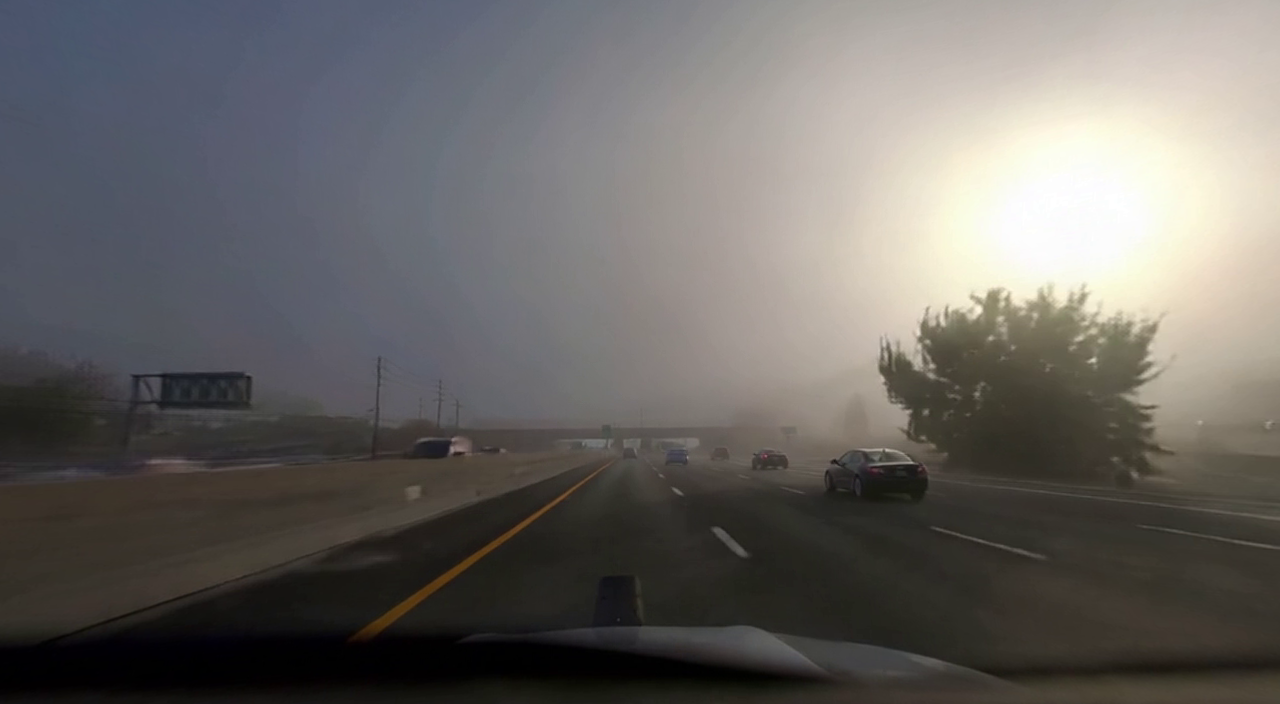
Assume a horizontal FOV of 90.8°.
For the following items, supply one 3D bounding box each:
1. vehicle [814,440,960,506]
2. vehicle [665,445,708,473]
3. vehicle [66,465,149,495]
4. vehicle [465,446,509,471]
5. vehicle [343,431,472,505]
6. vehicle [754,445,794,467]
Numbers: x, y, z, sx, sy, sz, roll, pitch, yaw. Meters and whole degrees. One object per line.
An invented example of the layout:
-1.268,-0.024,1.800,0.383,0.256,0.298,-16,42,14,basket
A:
6.310,3.117,16.811,1.952,1.489,4.483,0,-8,-2,vehicle
2.648,6.168,36.767,1.993,1.507,4.594,0,-8,-2,vehicle
-33.563,8.054,39.998,1.891,1.619,4.576,1,-9,-11,vehicle
-10.510,7.310,43.704,1.974,1.641,4.245,0,-8,0,vehicle
-6.695,3.367,18.860,2.086,1.884,4.793,0,-8,-1,vehicle
9.467,7.366,44.847,1.838,1.440,4.121,0,-8,-1,vehicle
